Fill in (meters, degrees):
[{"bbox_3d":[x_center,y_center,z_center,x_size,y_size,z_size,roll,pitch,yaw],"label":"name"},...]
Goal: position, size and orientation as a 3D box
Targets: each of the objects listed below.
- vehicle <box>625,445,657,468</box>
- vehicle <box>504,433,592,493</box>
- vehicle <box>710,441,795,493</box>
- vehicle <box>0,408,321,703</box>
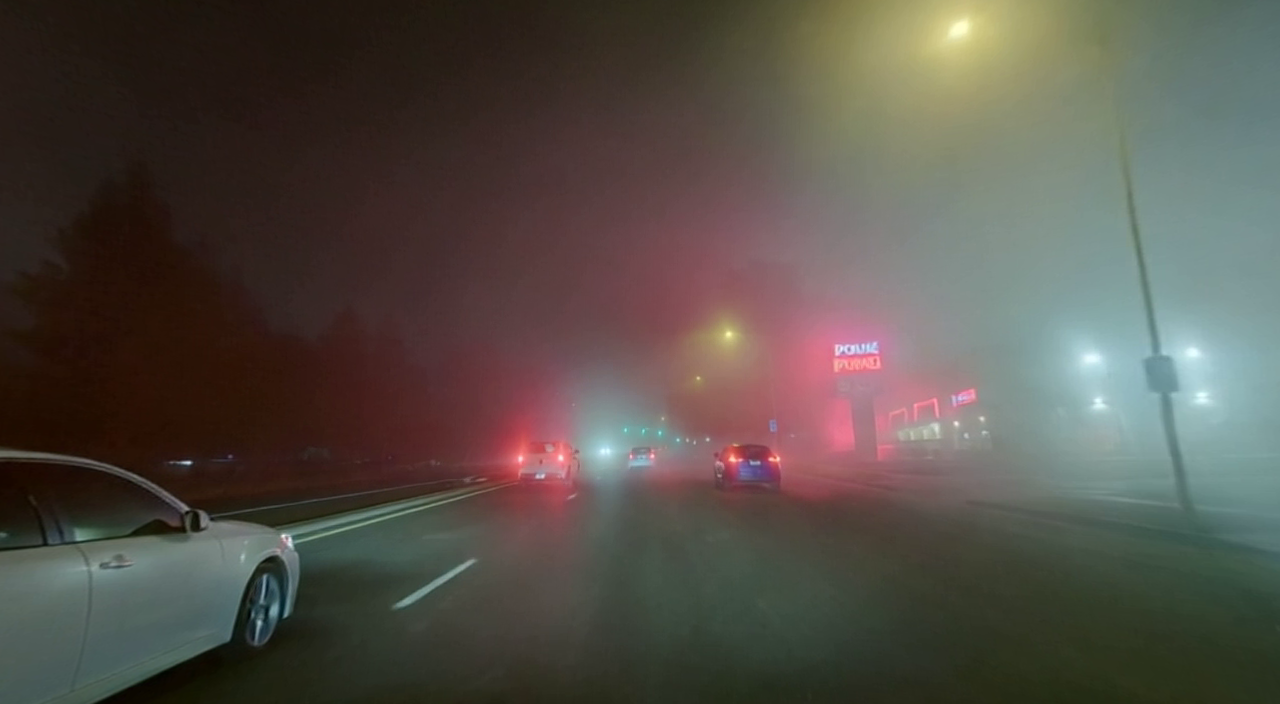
[{"bbox_3d":[0.051,7.042,42.601,2.069,1.445,3.965,0,-8,0],"label":"vehicle"},{"bbox_3d":[-2.953,3.695,21.336,2.193,1.788,4.603,0,-8,1],"label":"vehicle"},{"bbox_3d":[3.479,3.628,20.299,1.904,1.490,4.299,0,-8,-1],"label":"vehicle"},{"bbox_3d":[-3.221,0.899,1.943,1.956,1.460,4.802,0,-8,0],"label":"vehicle"}]
